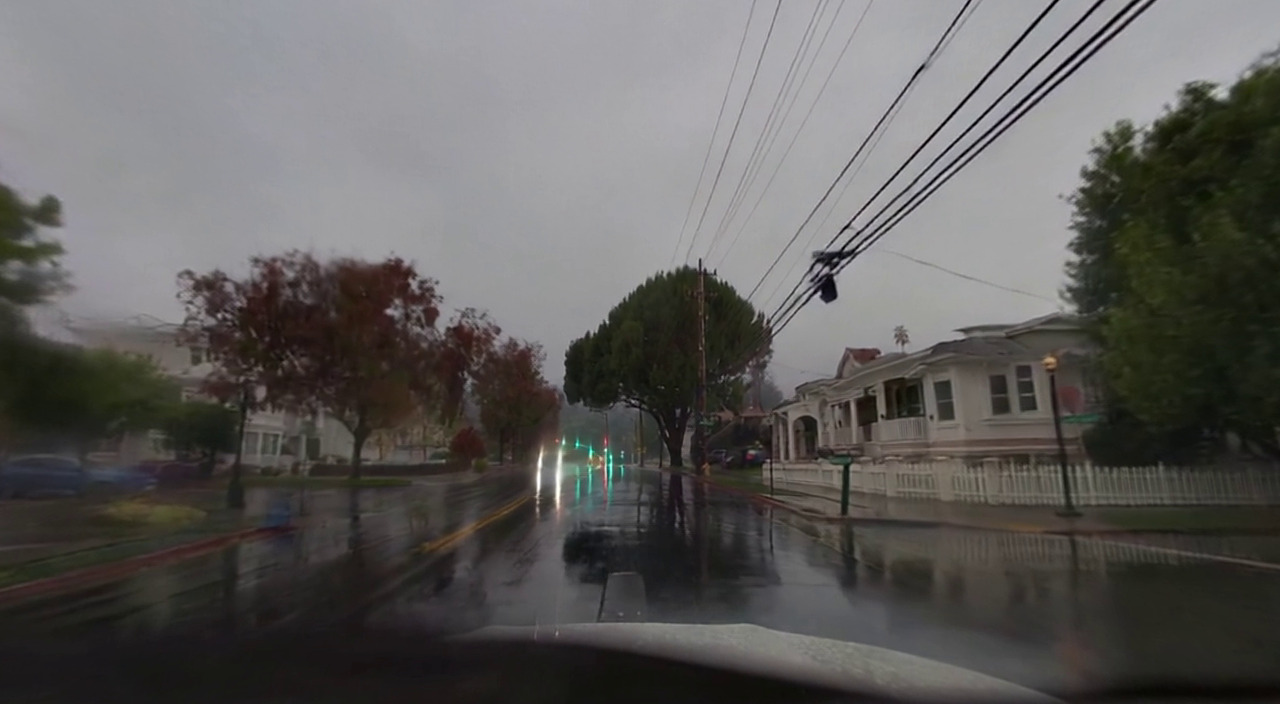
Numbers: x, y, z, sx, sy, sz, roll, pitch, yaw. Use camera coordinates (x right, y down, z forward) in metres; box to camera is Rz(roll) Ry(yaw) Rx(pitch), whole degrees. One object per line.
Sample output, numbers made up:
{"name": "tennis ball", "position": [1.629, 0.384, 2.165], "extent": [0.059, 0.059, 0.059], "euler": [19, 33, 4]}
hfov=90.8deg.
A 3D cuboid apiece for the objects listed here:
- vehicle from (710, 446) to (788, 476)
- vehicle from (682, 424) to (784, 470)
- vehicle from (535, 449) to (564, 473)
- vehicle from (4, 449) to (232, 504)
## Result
{"name": "vehicle", "position": [6.722, 6.771, 39.410], "extent": [4.412, 1.565, 1.957], "euler": [-3, -9, -2]}
{"name": "vehicle", "position": [7.061, 7.313, 48.352], "extent": [7.115, 3.010, 2.378], "euler": [-2, -11, -6]}
{"name": "vehicle", "position": [-6.349, 7.658, 44.601], "extent": [1.892, 1.501, 4.335], "euler": [1, -8, -6]}
{"name": "vehicle", "position": [-14.943, 3.570, 18.330], "extent": [4.751, 1.459, 1.996], "euler": [0, -8, -1]}
